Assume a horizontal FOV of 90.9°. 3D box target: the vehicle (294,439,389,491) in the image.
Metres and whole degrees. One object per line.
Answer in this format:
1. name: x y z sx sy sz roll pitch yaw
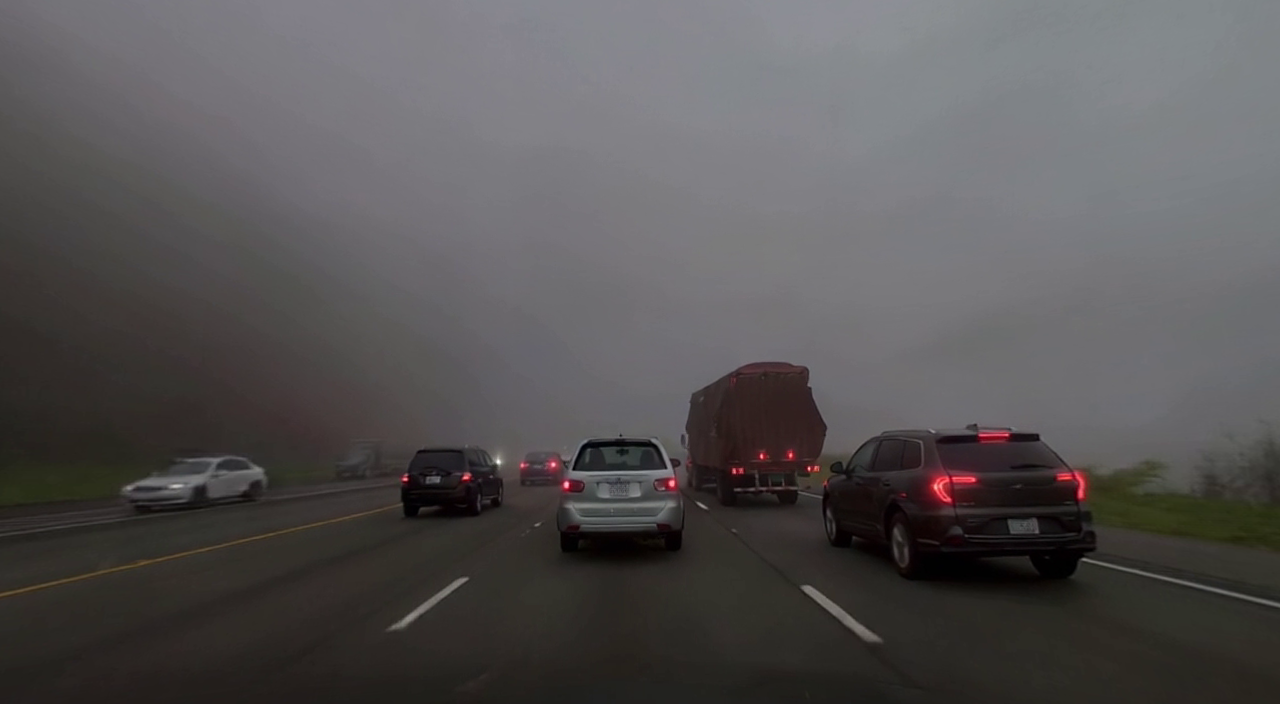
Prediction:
1. vehicle: -16.708 6.351 35.781 2.312 2.629 6.031 0 -9 1

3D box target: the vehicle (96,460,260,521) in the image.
1. vehicle: -12.507 3.739 17.389 1.756 1.423 3.590 0 -9 0

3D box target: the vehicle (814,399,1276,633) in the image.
1. vehicle: 3.705 1.599 7.149 2.076 1.751 4.666 0 -9 0

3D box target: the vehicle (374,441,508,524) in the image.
1. vehicle: -4.368 2.911 14.533 1.789 1.620 3.841 0 -9 1

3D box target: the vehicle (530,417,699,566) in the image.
1. vehicle: -0.338 2.022 9.826 2.037 1.792 4.194 0 -9 -1

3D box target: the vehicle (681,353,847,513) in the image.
1. vehicle: 3.732 3.504 25.388 3.032 4.051 18.805 0 -9 0
